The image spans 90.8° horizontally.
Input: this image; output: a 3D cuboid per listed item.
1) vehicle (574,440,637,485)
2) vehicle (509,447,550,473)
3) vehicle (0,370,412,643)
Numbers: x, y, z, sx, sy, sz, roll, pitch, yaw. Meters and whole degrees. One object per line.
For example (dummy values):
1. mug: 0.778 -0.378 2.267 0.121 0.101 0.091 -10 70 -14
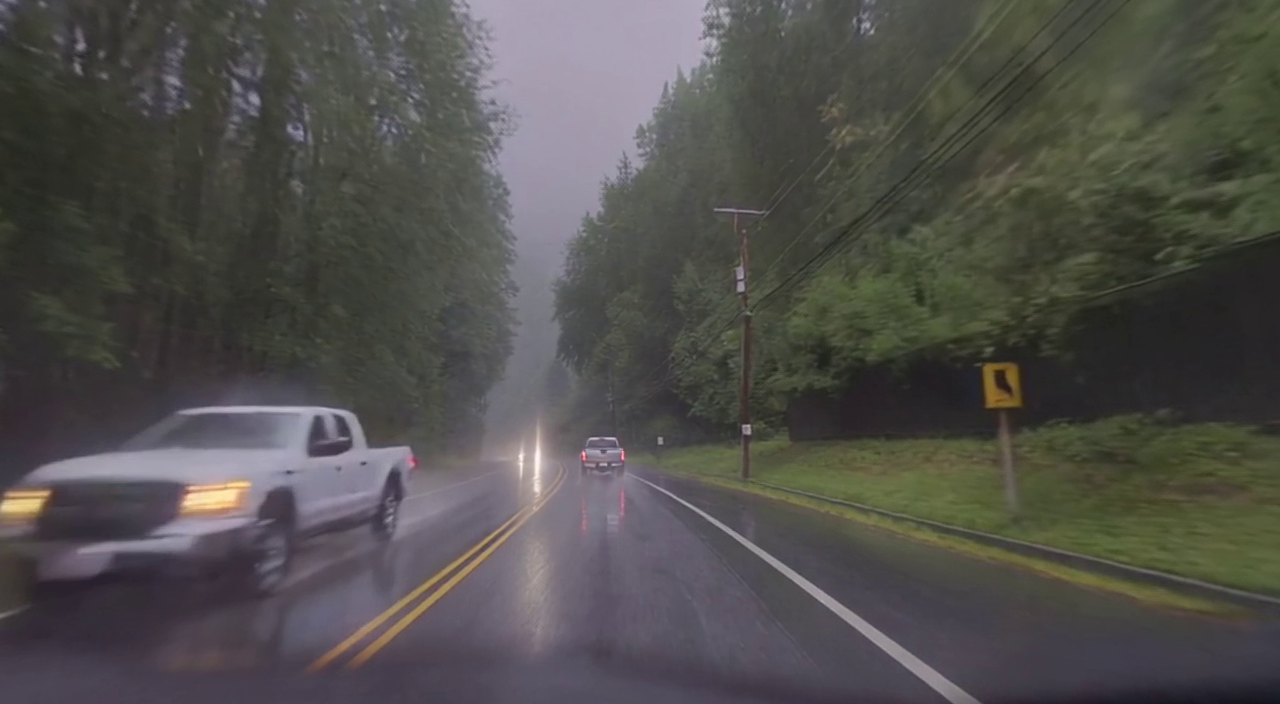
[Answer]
1. vehicle: -1.593 4.957 28.819 2.631 1.798 5.331 0 -8 -4
2. vehicle: -7.058 6.950 40.940 2.166 1.513 4.519 0 -8 -4
3. vehicle: -4.618 1.495 7.167 2.374 1.989 4.909 0 -8 -2
